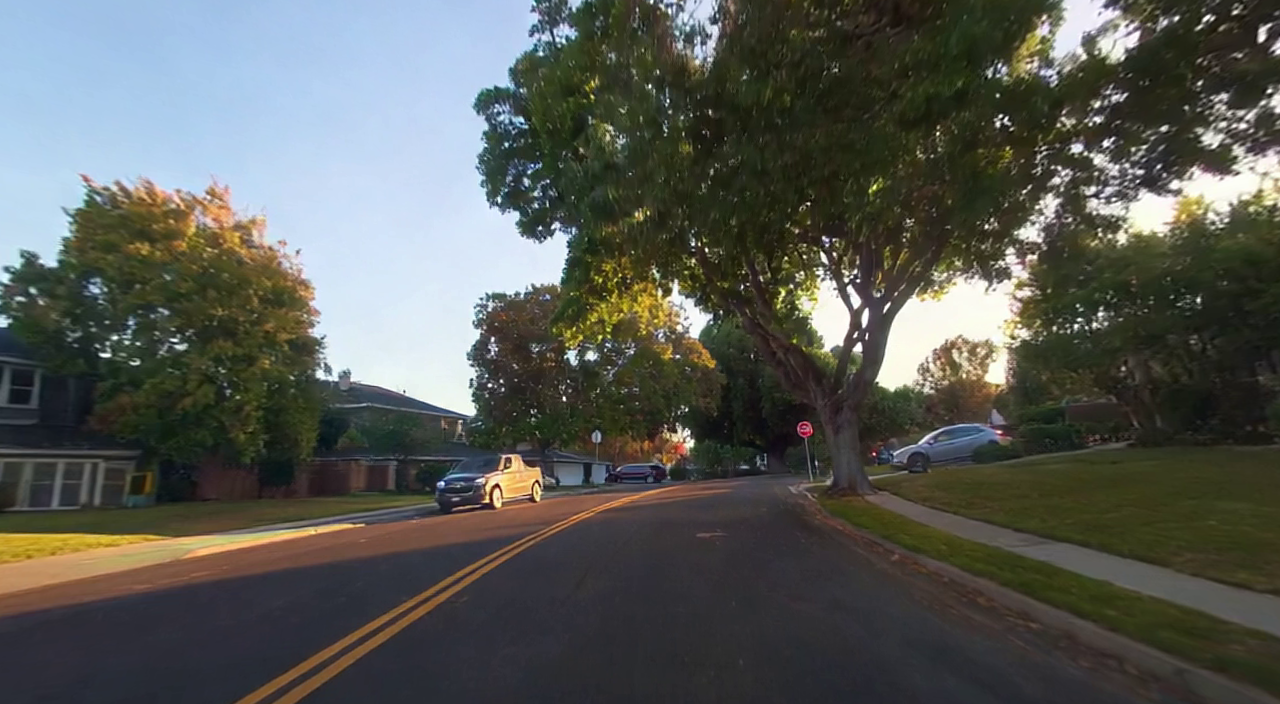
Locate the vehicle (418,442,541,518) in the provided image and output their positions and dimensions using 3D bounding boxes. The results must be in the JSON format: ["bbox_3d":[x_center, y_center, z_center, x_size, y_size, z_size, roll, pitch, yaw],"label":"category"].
[{"bbox_3d":[-4.777,4.086,19.576,1.963,1.539,4.210,-4,-22,11],"label":"vehicle"}]

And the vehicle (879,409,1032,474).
[{"bbox_3d":[12.192,3.537,24.722,4.740,1.638,2.018,-5,-25,4],"label":"vehicle"}]
